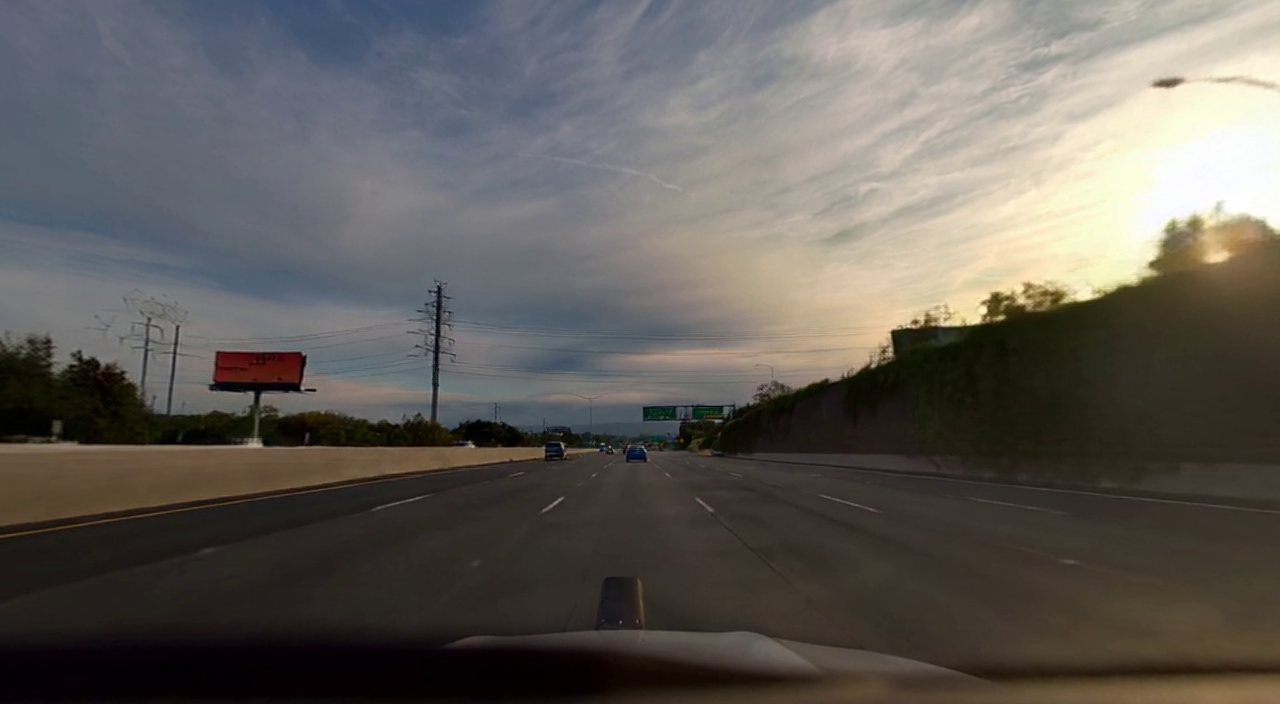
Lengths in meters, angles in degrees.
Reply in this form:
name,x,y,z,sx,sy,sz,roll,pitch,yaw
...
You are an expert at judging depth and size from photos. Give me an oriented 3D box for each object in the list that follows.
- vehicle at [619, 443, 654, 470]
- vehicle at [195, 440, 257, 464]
name,x,y,z,sx,sy,sz,roll,pitch,yaw
vehicle,-0.249,6.516,39.600,2.074,1.574,3.971,0,-8,-1
vehicle,-27.966,6.754,42.758,1.701,1.477,3.541,0,-8,1
